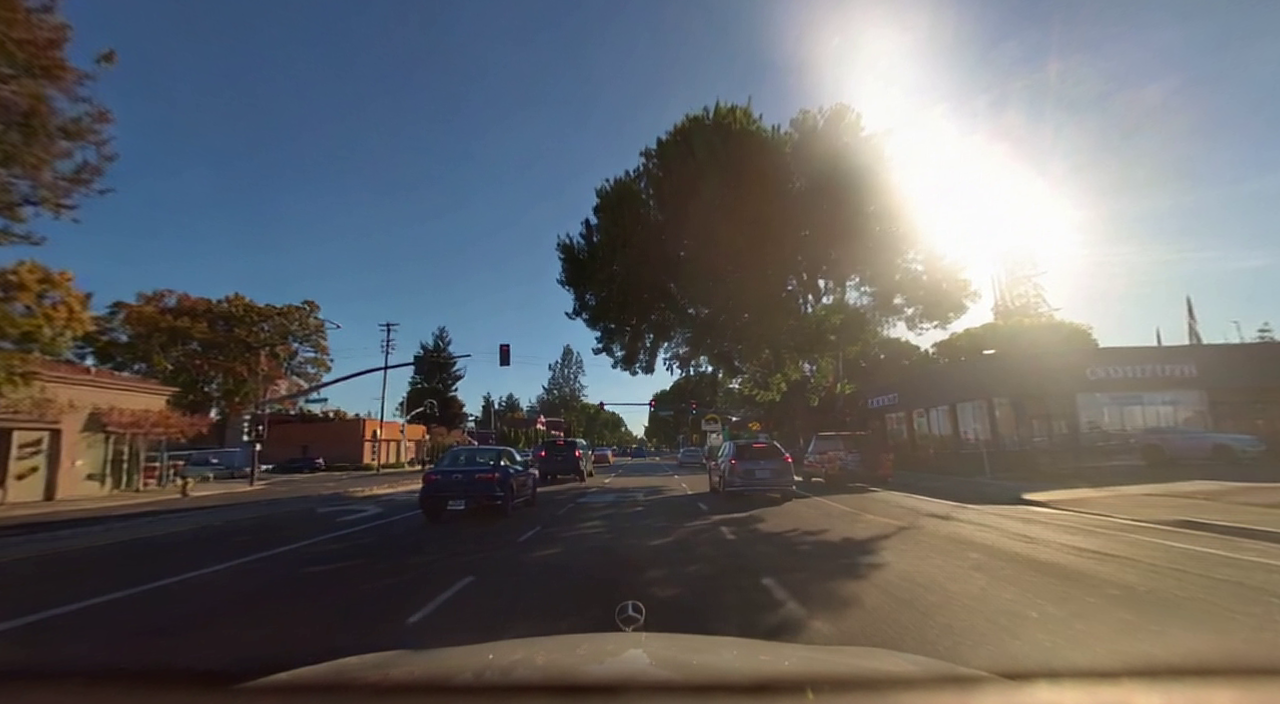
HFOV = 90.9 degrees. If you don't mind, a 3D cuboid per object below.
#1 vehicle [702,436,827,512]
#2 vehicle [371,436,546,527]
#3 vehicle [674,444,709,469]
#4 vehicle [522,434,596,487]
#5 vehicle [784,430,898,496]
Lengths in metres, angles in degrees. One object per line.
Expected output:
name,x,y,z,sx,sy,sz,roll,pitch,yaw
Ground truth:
vehicle,2.738,2.796,14.930,2.004,1.512,4.206,0,-9,-1
vehicle,-3.388,2.517,12.889,2.087,1.494,4.626,0,-9,1
vehicle,3.486,7.183,43.473,2.030,1.628,4.080,0,-9,0
vehicle,-3.043,4.200,24.716,2.187,1.825,4.621,0,-9,1
vehicle,5.903,3.316,19.148,1.979,1.738,4.418,0,-9,0
